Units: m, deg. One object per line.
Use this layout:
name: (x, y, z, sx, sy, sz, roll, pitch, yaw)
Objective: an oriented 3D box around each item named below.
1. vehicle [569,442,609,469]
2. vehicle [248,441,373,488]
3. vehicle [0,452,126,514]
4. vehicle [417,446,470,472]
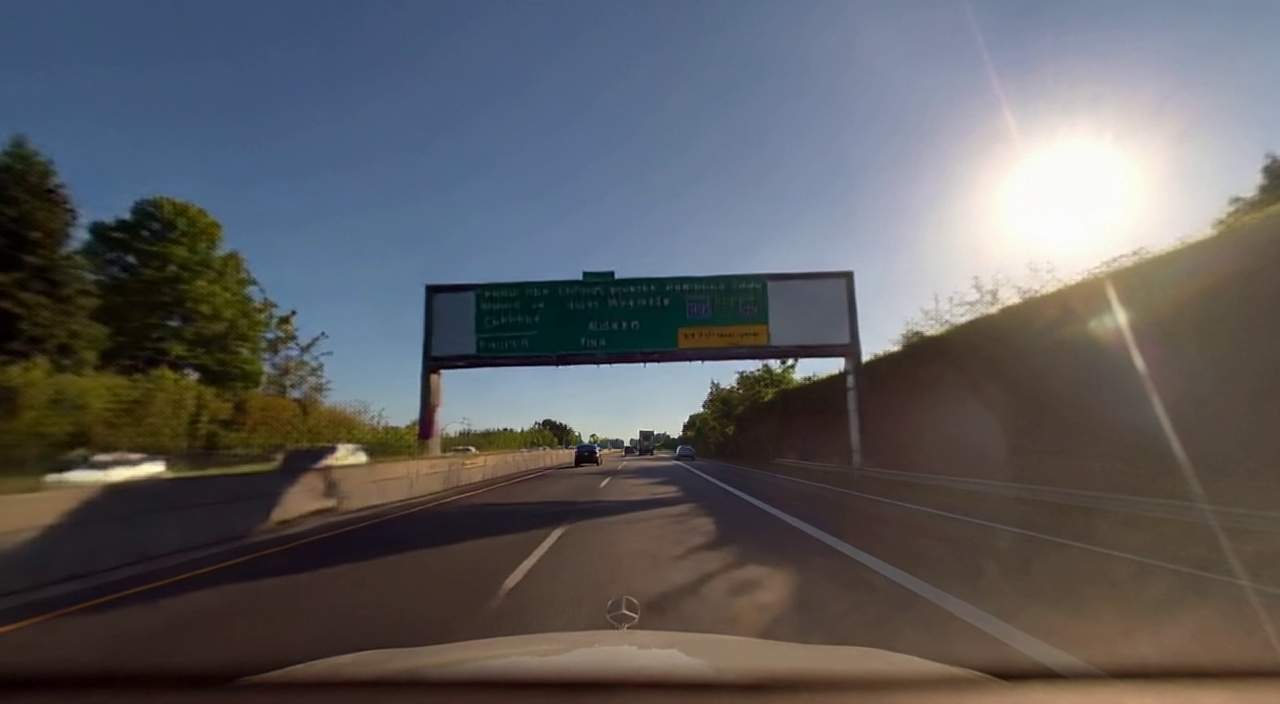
vehicle: (-2.997, 6.165, 37.829, 2.020, 1.475, 4.434, 0, -9, 1)
vehicle: (-11.666, 3.985, 22.747, 1.931, 1.501, 4.621, 0, -9, 1)
vehicle: (-16.521, 3.403, 16.704, 1.843, 1.473, 4.721, 0, -9, 0)
vehicle: (-11.688, 6.392, 37.789, 1.802, 1.439, 4.099, 0, -9, 1)
